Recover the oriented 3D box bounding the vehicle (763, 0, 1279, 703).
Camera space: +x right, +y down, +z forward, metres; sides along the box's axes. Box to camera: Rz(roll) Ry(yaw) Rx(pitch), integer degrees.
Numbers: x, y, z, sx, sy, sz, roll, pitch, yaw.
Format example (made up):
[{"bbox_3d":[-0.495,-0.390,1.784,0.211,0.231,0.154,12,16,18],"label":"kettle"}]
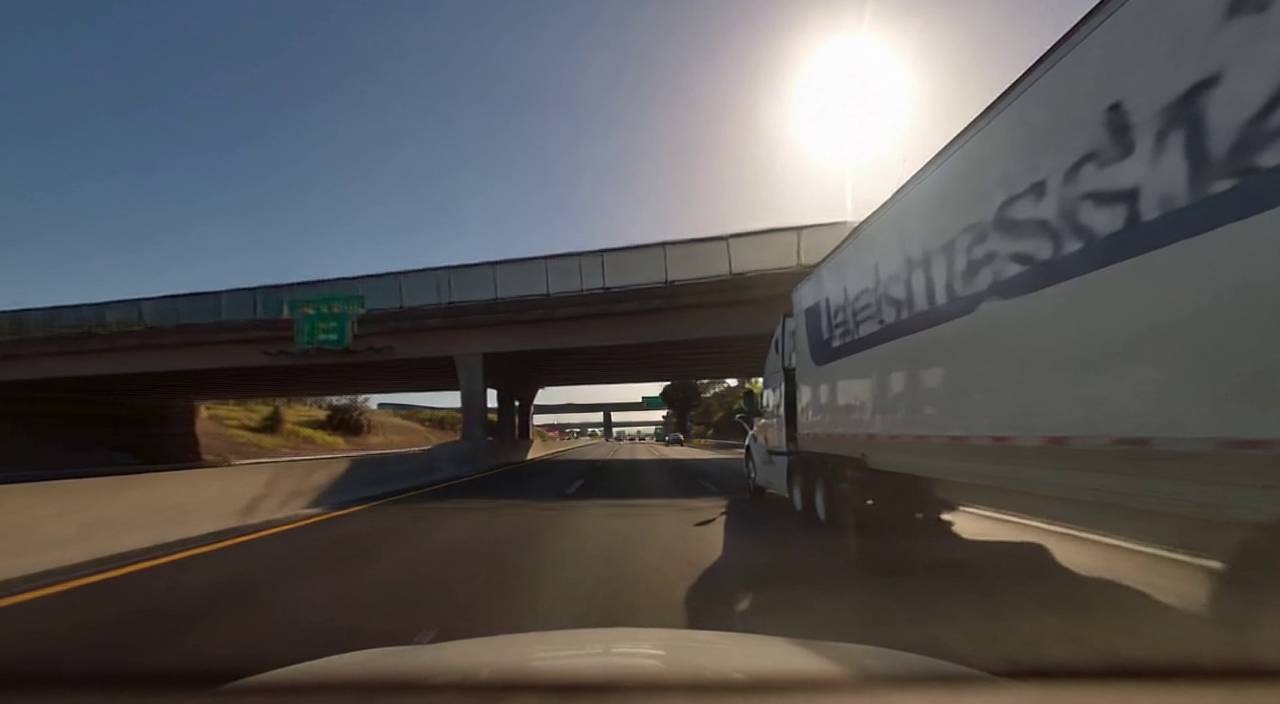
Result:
[{"bbox_3d":[4.050,0.021,5.306,2.920,4.029,13.900,0,-8,-1],"label":"vehicle"}]
